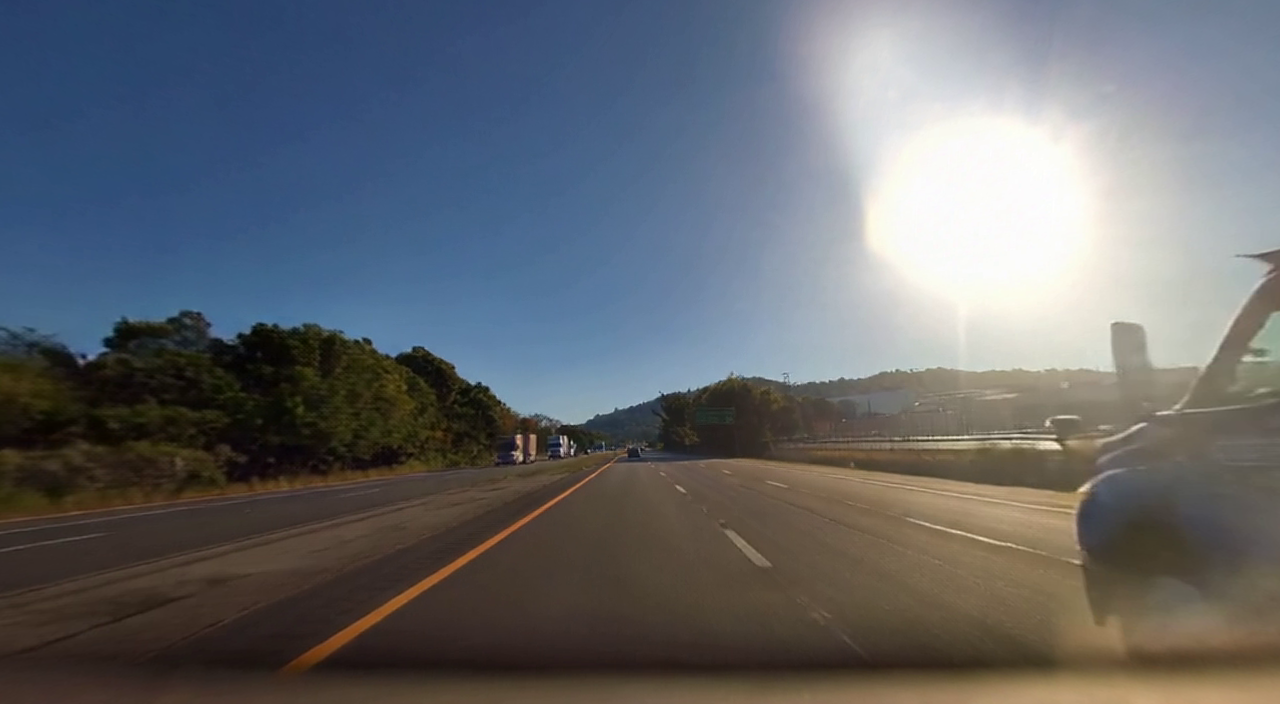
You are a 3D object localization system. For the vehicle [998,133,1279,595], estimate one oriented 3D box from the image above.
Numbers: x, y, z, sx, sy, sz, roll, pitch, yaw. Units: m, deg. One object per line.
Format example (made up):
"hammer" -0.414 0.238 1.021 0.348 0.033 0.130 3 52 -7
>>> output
"vehicle" 7.048 0.261 6.500 3.026 3.953 5.811 0 -9 -1
